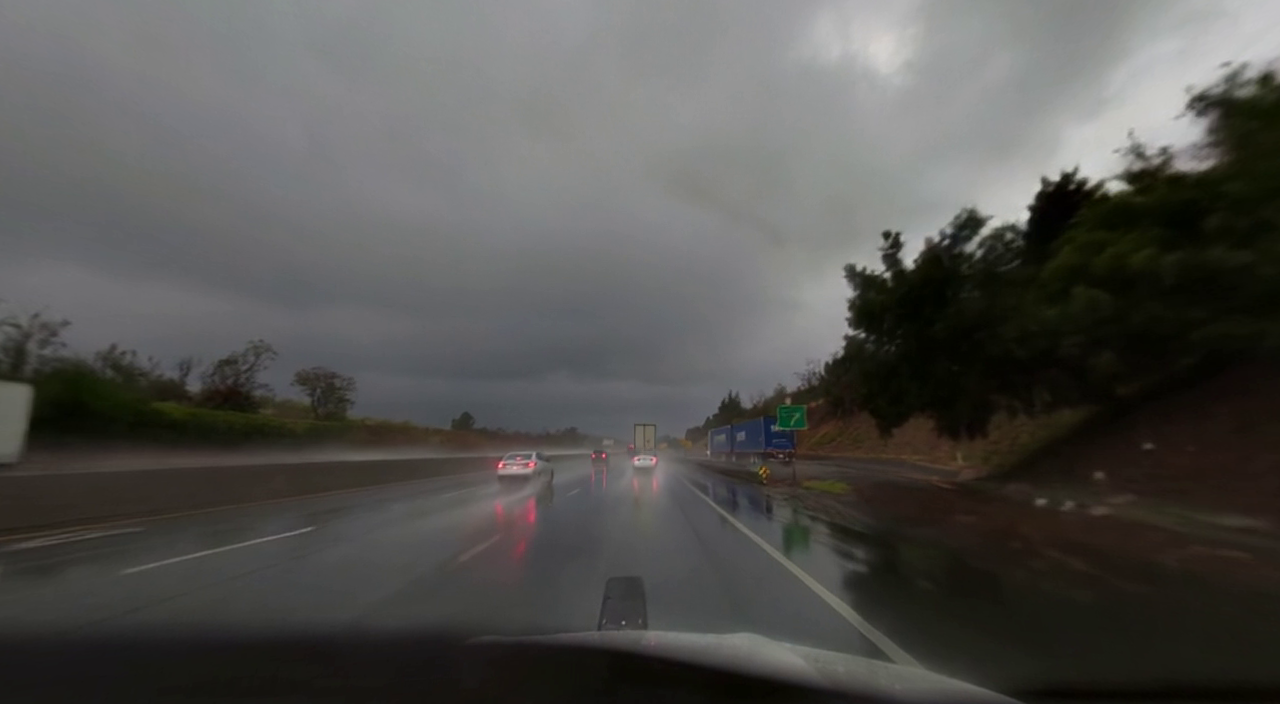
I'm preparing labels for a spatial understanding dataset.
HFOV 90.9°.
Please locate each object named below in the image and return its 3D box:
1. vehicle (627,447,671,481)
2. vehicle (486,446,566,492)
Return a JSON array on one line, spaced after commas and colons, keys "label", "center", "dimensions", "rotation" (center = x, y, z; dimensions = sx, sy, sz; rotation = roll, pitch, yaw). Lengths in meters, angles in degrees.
[{"label": "vehicle", "center": [0.413, 5.376, 30.466], "dimensions": [1.991, 1.507, 3.391], "rotation": [0, -9, 0]}, {"label": "vehicle", "center": [-4.021, 4.194, 23.011], "dimensions": [2.018, 1.504, 4.431], "rotation": [0, -9, 1]}]
